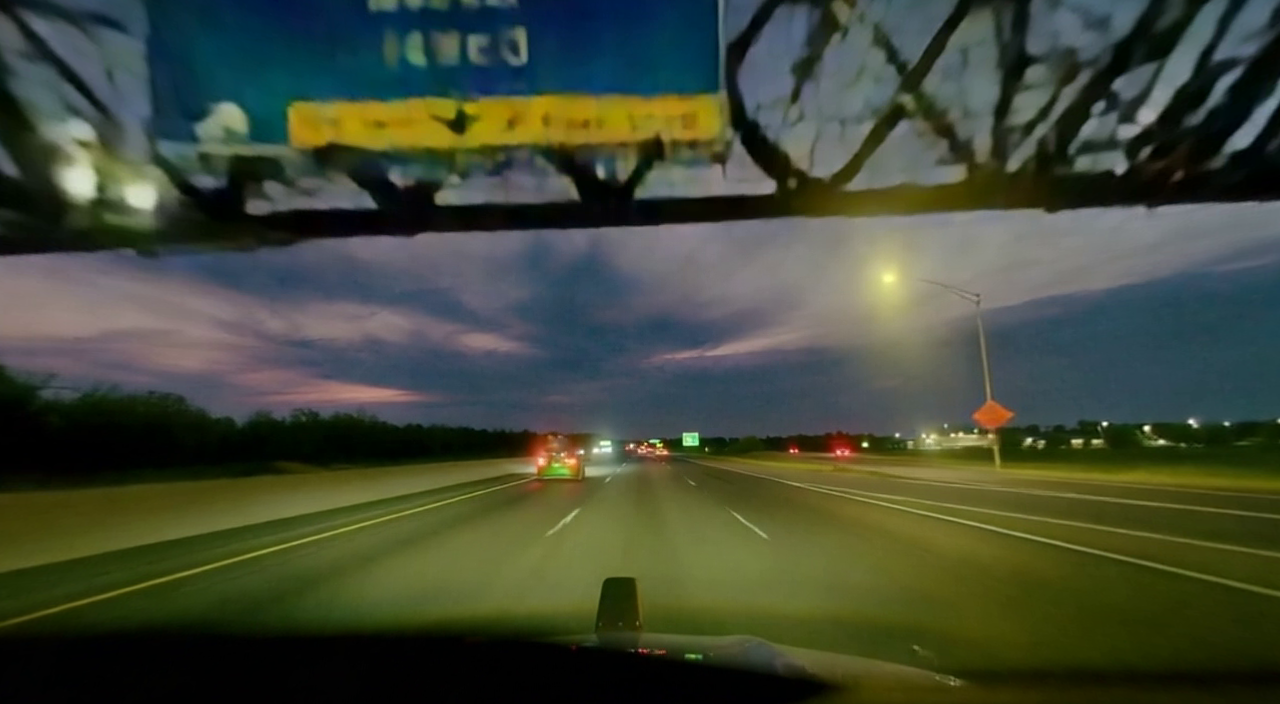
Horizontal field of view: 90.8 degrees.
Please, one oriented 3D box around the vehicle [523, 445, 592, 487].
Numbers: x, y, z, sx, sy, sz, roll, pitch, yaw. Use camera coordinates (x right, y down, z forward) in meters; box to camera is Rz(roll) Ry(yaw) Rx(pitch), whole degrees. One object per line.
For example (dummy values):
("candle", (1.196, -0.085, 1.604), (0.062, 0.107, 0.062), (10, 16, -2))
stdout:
("vehicle", (-3.223, 4.558, 25.573), (2.180, 1.537, 4.459), (0, -9, 0))
